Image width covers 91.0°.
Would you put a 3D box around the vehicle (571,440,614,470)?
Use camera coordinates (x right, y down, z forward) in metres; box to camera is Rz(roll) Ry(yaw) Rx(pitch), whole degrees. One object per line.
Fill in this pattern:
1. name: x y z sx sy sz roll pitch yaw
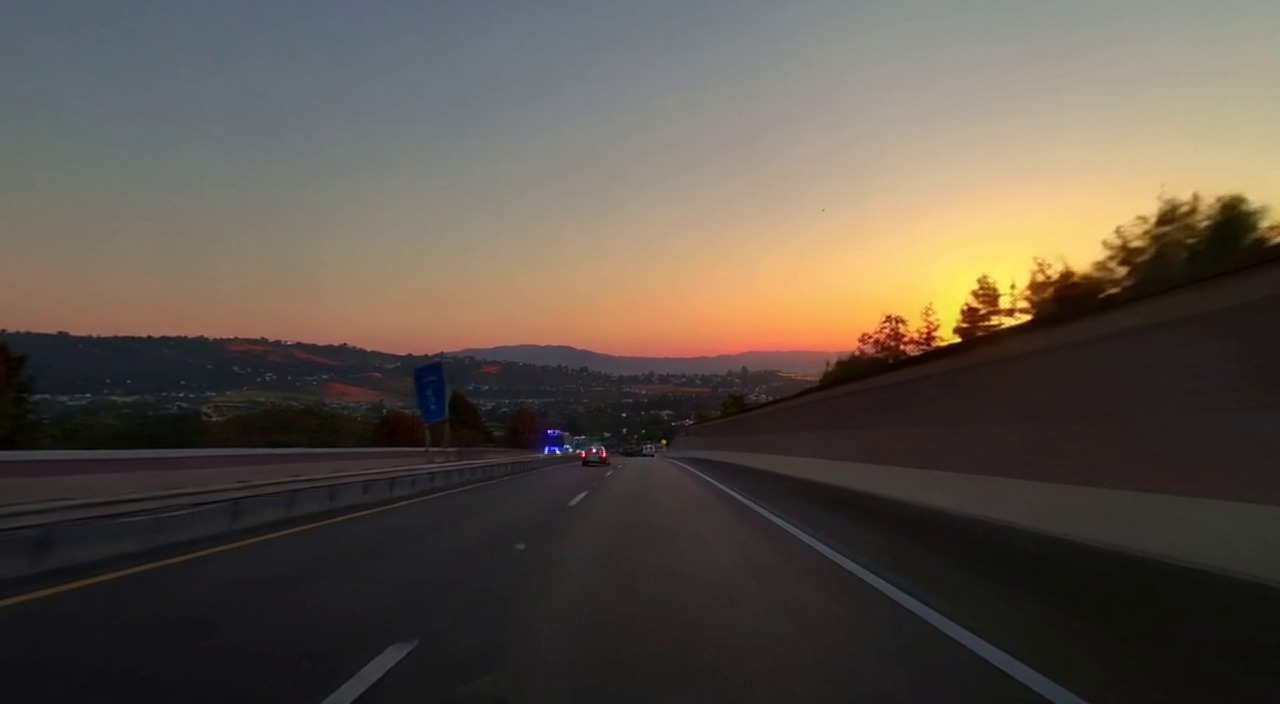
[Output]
1. vehicle: -2.539 5.684 34.854 2.050 1.530 4.144 0 -8 0
